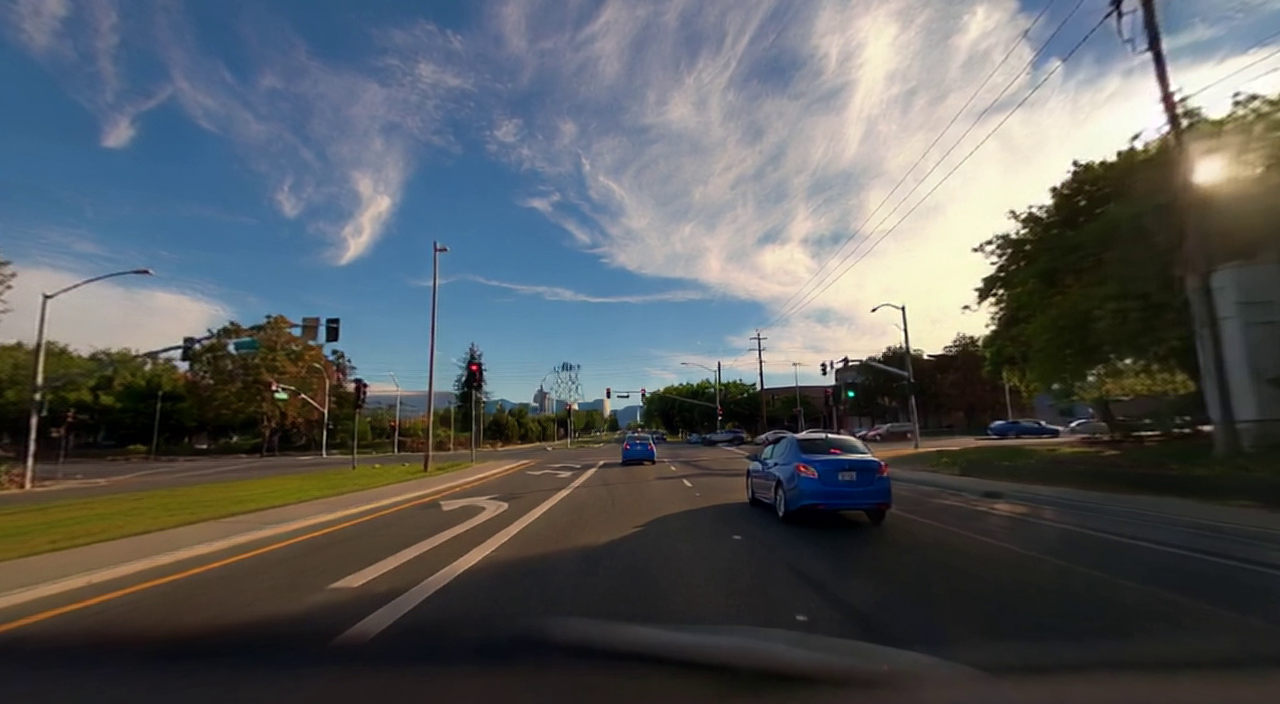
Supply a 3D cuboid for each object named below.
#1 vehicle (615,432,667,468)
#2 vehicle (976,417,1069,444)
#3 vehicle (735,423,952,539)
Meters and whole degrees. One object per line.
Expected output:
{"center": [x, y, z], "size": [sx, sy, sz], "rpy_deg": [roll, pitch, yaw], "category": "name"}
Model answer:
{"center": [0.048, 4.319, 27.830], "size": [2.110, 1.466, 3.860], "rpy_deg": [0, -9, 0], "category": "vehicle"}
{"center": [28.803, 5.930, 47.668], "size": [5.668, 1.925, 2.384], "rpy_deg": [1, -9, -8], "category": "vehicle"}
{"center": [2.907, 1.969, 10.193], "size": [2.004, 1.448, 4.263], "rpy_deg": [0, -9, -1], "category": "vehicle"}
